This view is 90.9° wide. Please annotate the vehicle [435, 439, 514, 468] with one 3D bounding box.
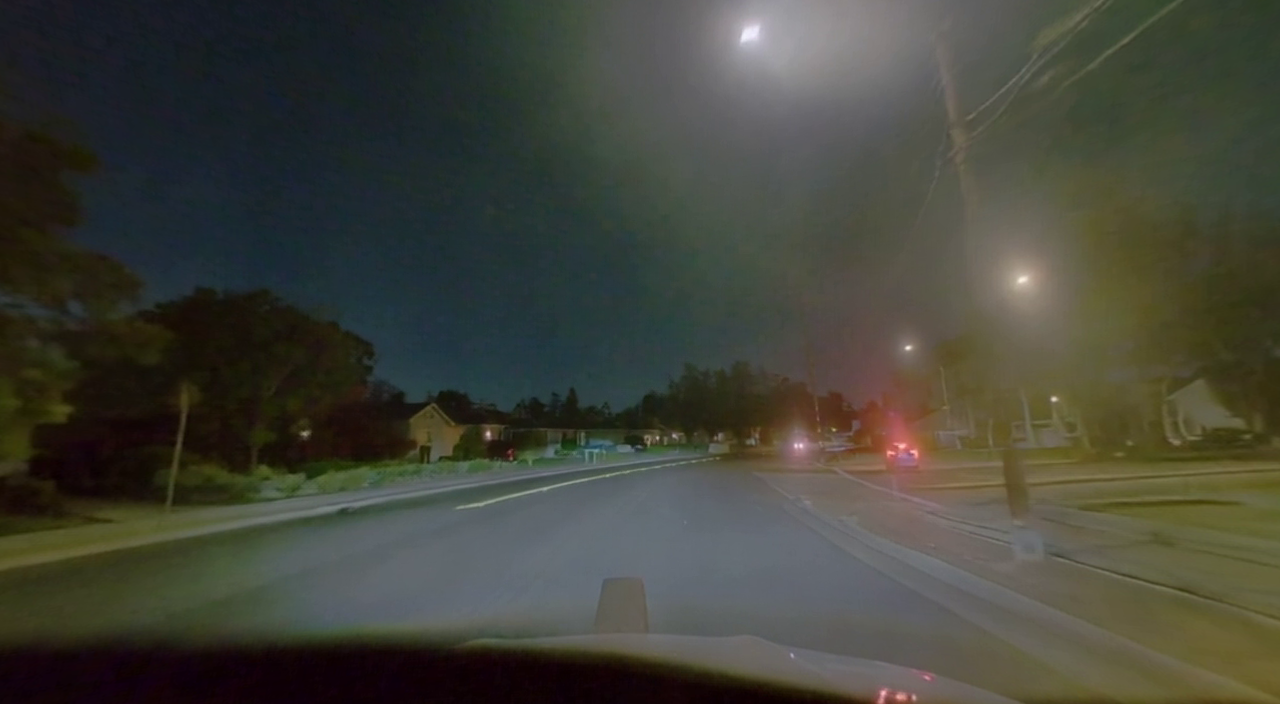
[{"bbox_3d":[-10.049,6.163,38.456,4.485,1.663,2.111,2,-9,-13],"label":"vehicle"}]
